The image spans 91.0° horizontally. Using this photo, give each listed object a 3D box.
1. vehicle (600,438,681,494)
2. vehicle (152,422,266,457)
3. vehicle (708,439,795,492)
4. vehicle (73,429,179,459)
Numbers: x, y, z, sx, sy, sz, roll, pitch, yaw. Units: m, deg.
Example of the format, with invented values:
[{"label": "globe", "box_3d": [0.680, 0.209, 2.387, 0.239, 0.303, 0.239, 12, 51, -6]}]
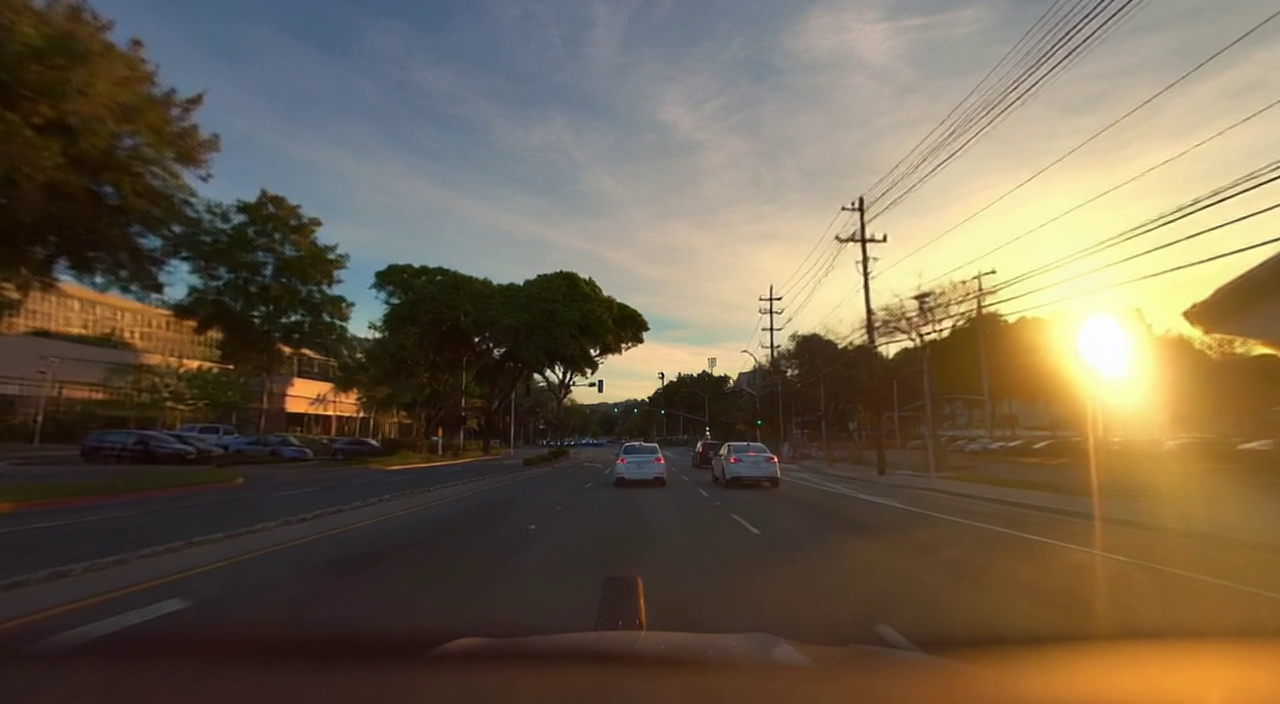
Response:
[{"label": "vehicle", "box_3d": [-0.020, 3.321, 18.730, 2.144, 1.473, 4.028, 0, -8, -1]}, {"label": "vehicle", "box_3d": [-28.978, 5.966, 42.757, 2.878, 2.172, 7.057, 0, -8, -1]}, {"label": "vehicle", "box_3d": [3.379, 3.517, 19.886, 1.985, 1.489, 4.036, 0, -8, -1]}, {"label": "vehicle", "box_3d": [-28.335, 5.120, 34.950, 1.908, 1.553, 4.979, 1, -8, -4]}]
